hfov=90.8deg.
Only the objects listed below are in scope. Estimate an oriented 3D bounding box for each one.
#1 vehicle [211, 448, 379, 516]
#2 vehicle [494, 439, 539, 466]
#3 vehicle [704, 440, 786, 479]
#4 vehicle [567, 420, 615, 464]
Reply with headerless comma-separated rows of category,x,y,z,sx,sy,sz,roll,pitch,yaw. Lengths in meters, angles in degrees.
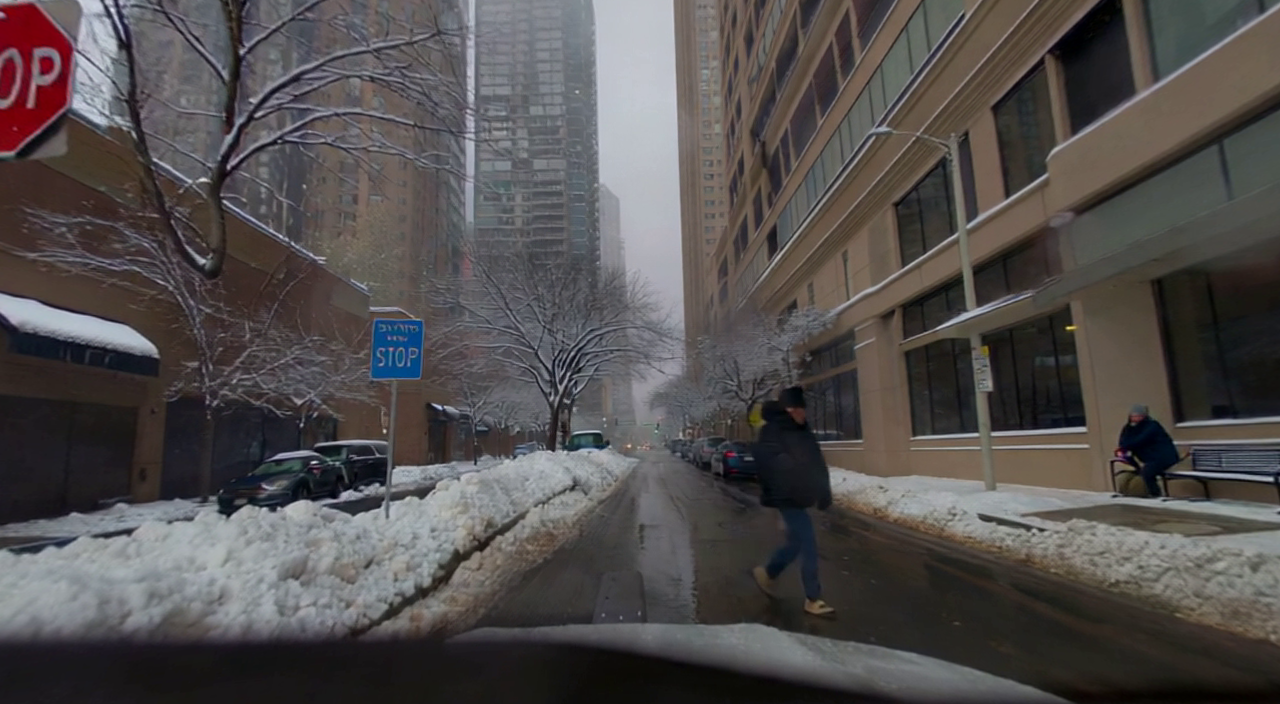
vehicle,-8.791,3.306,16.646,2.007,1.503,4.343,0,-8,-1
vehicle,-8.852,7.263,45.725,2.256,1.802,4.333,0,-8,2
vehicle,4.589,4.567,27.108,1.858,1.491,4.329,-5,-10,33
vehicle,-3.006,5.754,40.238,2.317,2.596,6.053,0,-8,2
